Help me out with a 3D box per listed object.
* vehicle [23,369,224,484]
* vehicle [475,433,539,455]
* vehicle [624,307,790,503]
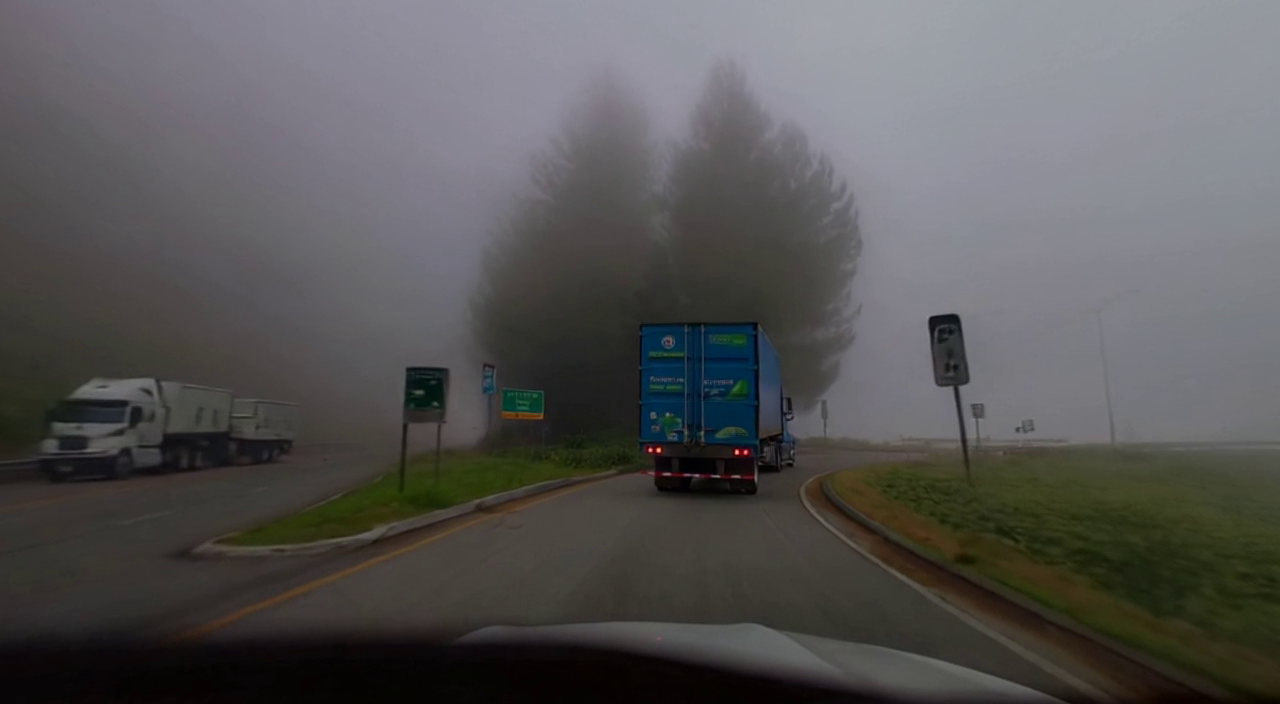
[{"bbox_3d":[-18.983,2.849,23.797,3.008,3.708,6.125,0,-8,-10],"label":"vehicle"},{"bbox_3d":[-10.434,7.214,49.316,4.578,1.573,1.806,3,-9,-25],"label":"vehicle"},{"bbox_3d":[2.270,1.620,16.536,2.937,3.647,9.344,-3,-8,14],"label":"vehicle"}]
